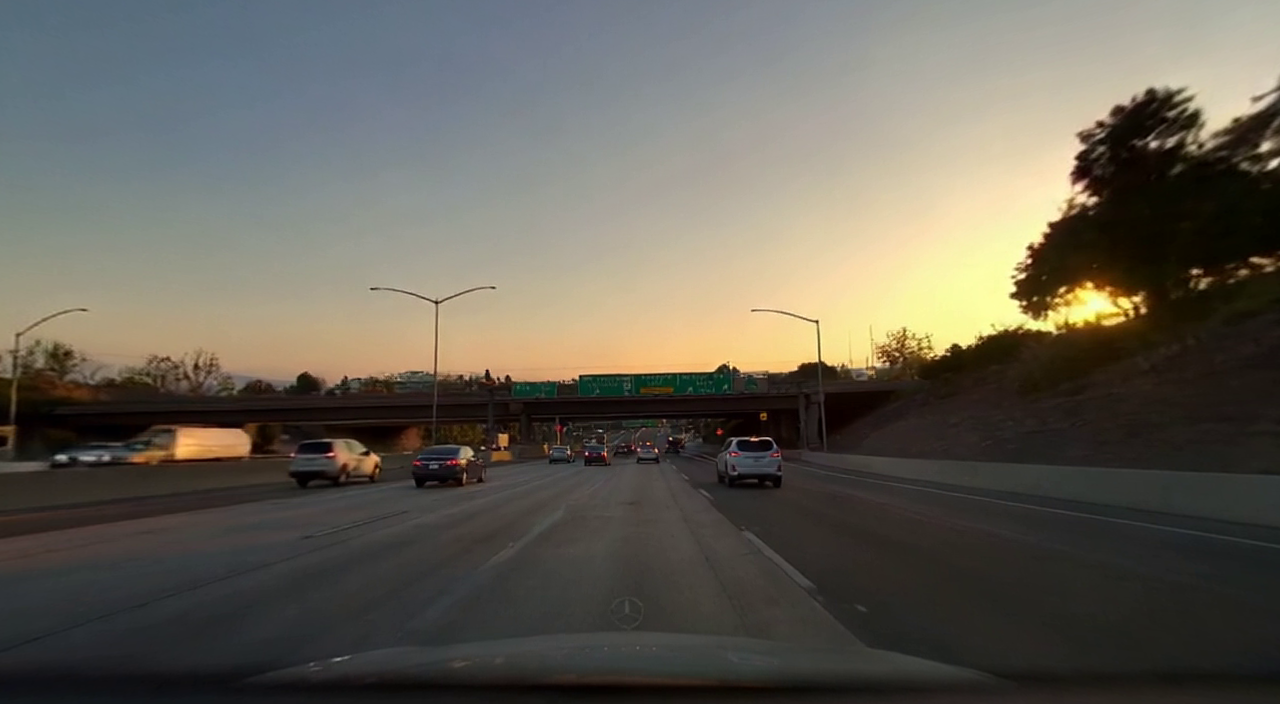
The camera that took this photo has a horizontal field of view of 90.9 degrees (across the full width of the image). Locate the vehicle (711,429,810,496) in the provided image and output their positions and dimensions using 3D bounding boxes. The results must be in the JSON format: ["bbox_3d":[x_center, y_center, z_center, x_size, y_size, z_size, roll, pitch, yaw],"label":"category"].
[{"bbox_3d":[3.575,3.378,19.666,2.083,1.823,4.627,0,-8,-1],"label":"vehicle"}]

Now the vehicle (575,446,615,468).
[{"bbox_3d":[-2.927,6.958,41.993,2.205,1.406,4.286,0,-8,2],"label":"vehicle"}]

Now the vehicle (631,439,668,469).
[{"bbox_3d":[0.585,6.187,38.439,2.133,1.739,3.925,0,-8,1],"label":"vehicle"}]

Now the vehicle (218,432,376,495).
[{"bbox_3d":[-11.203,3.667,21.227,2.292,1.848,5.285,0,-8,0],"label":"vehicle"}]

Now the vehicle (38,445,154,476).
[{"bbox_3d":[-29.769,5.914,34.750,2.100,1.589,4.861,0,-8,-1],"label":"vehicle"}]

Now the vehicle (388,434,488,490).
[{"bbox_3d":[-6.637,3.641,21.181,1.946,1.688,4.019,0,-8,1],"label":"vehicle"}]

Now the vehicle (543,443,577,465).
[{"bbox_3d":[-6.032,7.784,48.235,1.992,1.604,3.966,0,-8,1],"label":"vehicle"}]

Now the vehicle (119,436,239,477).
[{"bbox_3d":[-22.327,5.060,30.864,2.065,1.793,5.041,0,-8,0],"label":"vehicle"}]
